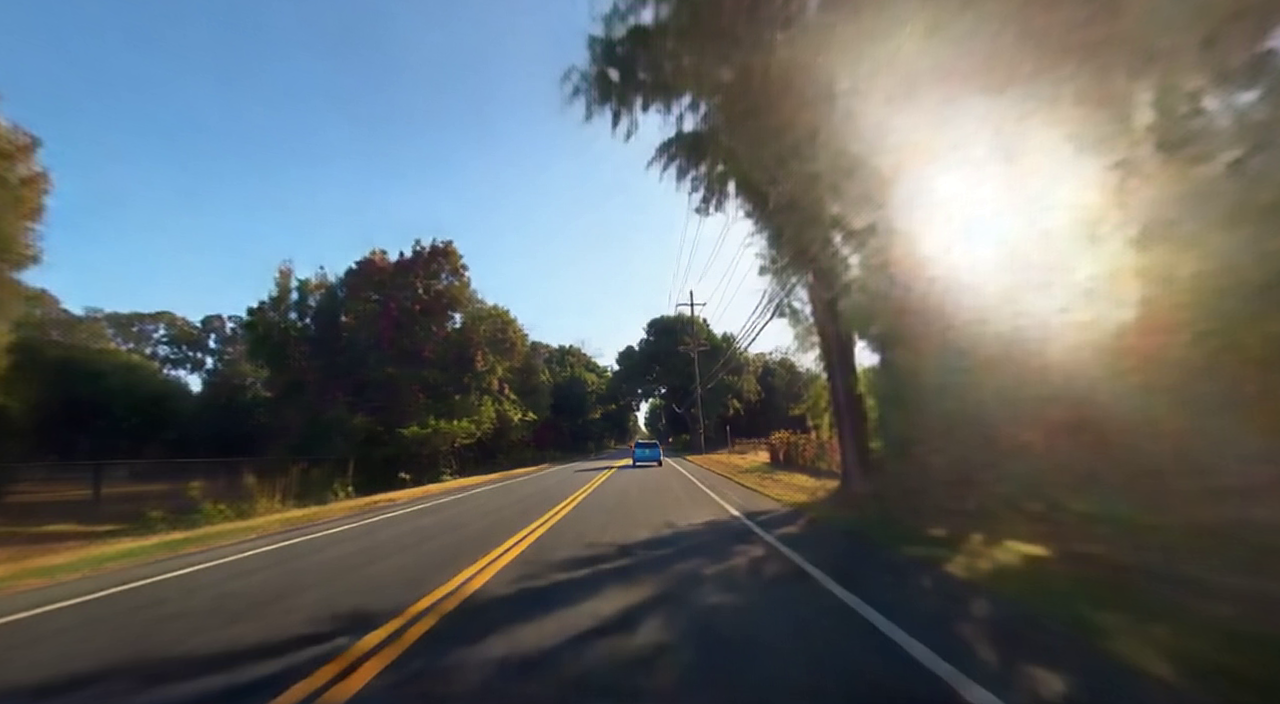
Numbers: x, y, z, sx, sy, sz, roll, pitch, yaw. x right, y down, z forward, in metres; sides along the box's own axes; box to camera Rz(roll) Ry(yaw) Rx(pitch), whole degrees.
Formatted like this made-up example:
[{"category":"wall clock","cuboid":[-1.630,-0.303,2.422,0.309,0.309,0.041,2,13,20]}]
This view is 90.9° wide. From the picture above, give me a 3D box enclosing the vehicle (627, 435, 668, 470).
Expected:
[{"category":"vehicle","cuboid":[0.462,6.385,40.100,2.468,2.056,4.422,0,-9,0]}]
